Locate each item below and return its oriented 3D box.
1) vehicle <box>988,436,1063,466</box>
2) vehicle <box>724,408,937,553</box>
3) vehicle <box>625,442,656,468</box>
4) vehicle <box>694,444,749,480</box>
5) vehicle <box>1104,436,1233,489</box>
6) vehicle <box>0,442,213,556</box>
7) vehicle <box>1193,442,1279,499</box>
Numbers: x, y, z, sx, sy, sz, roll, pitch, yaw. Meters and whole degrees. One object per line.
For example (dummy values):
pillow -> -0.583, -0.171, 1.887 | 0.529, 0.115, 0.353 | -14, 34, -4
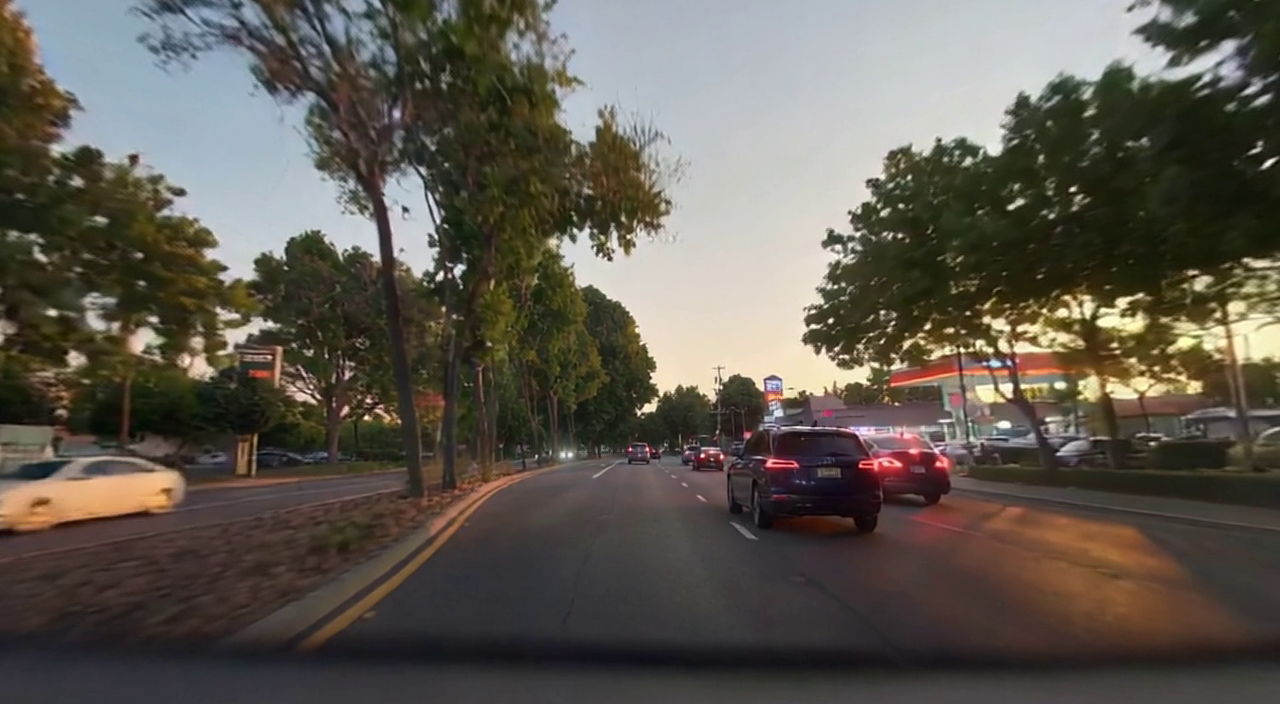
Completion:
vehicle -> 23.964, 6.185, 39.492 | 1.911, 1.714, 4.237 | -1, -9, 0
vehicle -> 2.875, 2.099, 10.971 | 2.038, 1.917, 4.900 | 0, -9, -2
vehicle -> 0.036, 7.291, 44.904 | 2.101, 1.707, 3.904 | 0, -9, 0
vehicle -> 3.644, 5.024, 29.052 | 1.861, 1.478, 4.185 | 0, -9, -1
vehicle -> 18.296, 3.772, 21.854 | 4.049, 1.671, 1.868 | 4, -10, -28
vehicle -> -8.954, 2.070, 9.417 | 2.131, 1.378, 4.391 | 0, -9, 0
vehicle -> 18.572, 3.460, 18.795 | 4.582, 1.491, 2.032 | 6, -11, -35
